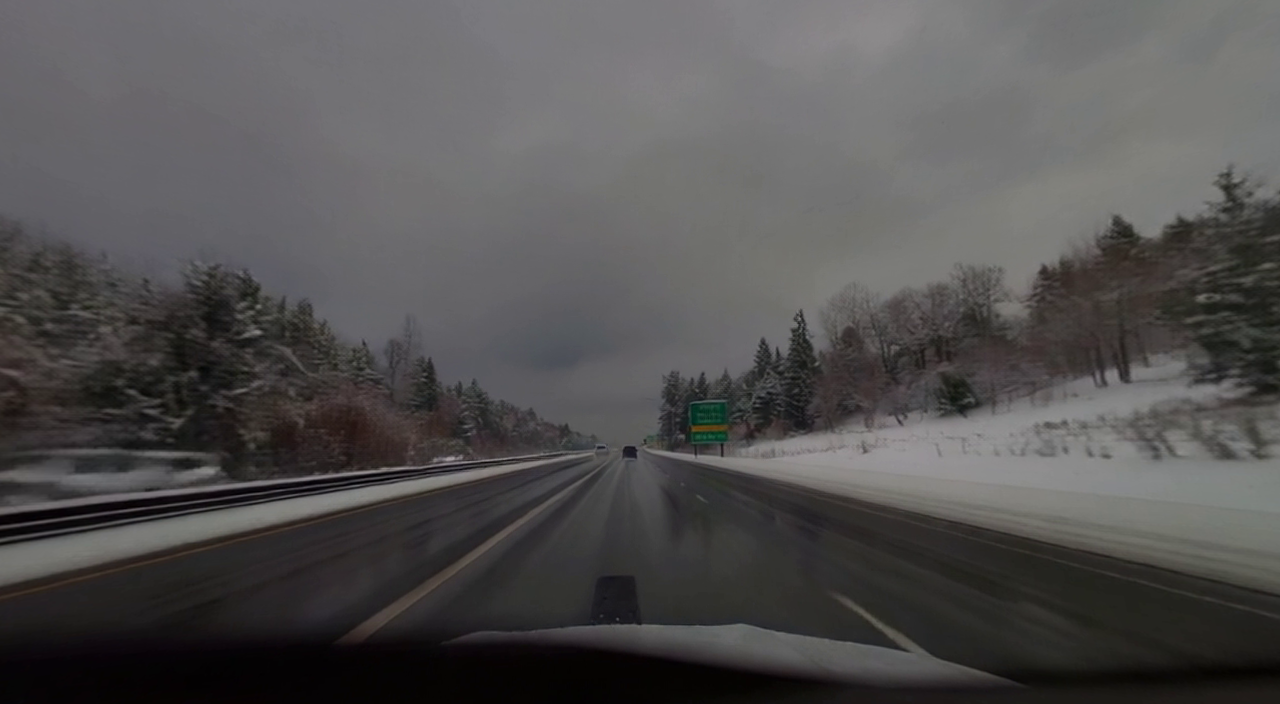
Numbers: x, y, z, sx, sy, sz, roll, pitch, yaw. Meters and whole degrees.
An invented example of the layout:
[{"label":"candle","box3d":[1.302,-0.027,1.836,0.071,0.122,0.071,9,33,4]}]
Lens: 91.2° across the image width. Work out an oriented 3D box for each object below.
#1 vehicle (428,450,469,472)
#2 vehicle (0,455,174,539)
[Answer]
[{"label":"vehicle","box3d":[-14.894,8.470,48.905,1.901,1.609,4.273,0,-9,-1]},{"label":"vehicle","box3d":[-13.169,3.106,13.985,1.944,1.518,4.723,0,-9,-1]}]
